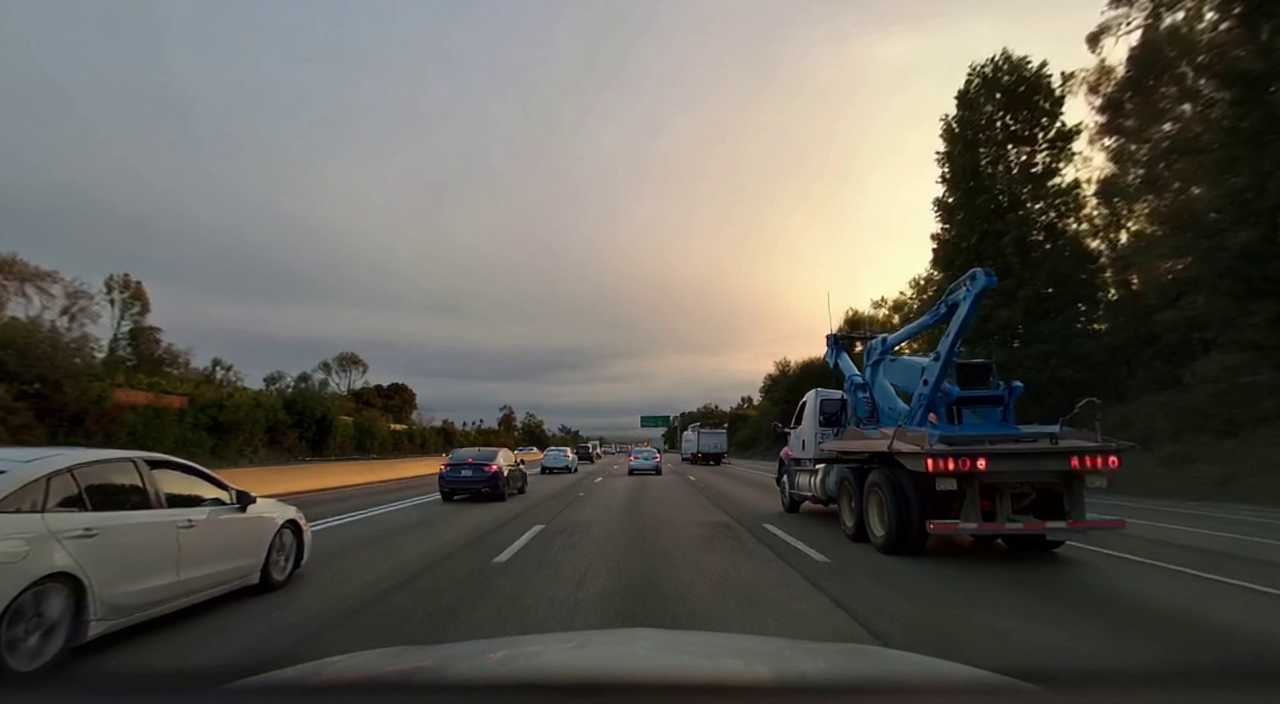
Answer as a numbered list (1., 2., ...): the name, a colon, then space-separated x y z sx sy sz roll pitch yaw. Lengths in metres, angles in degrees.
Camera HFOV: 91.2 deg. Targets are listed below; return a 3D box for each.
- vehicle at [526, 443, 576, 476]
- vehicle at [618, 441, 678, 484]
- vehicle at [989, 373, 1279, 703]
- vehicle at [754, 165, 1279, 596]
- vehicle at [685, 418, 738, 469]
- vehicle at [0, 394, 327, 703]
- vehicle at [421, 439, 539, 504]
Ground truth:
1. vehicle: -4.378 5.359 31.455 1.858 1.527 3.974 0 -9 1
2. vehicle: 0.262 4.229 24.245 2.150 1.498 3.988 0 -9 -1
3. vehicle: 4.105 0.812 2.094 2.599 1.631 5.693 0 -9 0
4. vehicle: 3.996 0.800 9.437 2.975 3.618 8.456 0 -9 0
5. vehicle: 4.352 5.769 39.325 2.416 2.829 7.016 0 -9 -1
6. vehicle: -4.153 1.166 4.163 1.978 1.556 4.119 0 -9 0
7. vehicle: -4.128 3.172 17.098 1.880 1.507 4.757 -1 -9 1
